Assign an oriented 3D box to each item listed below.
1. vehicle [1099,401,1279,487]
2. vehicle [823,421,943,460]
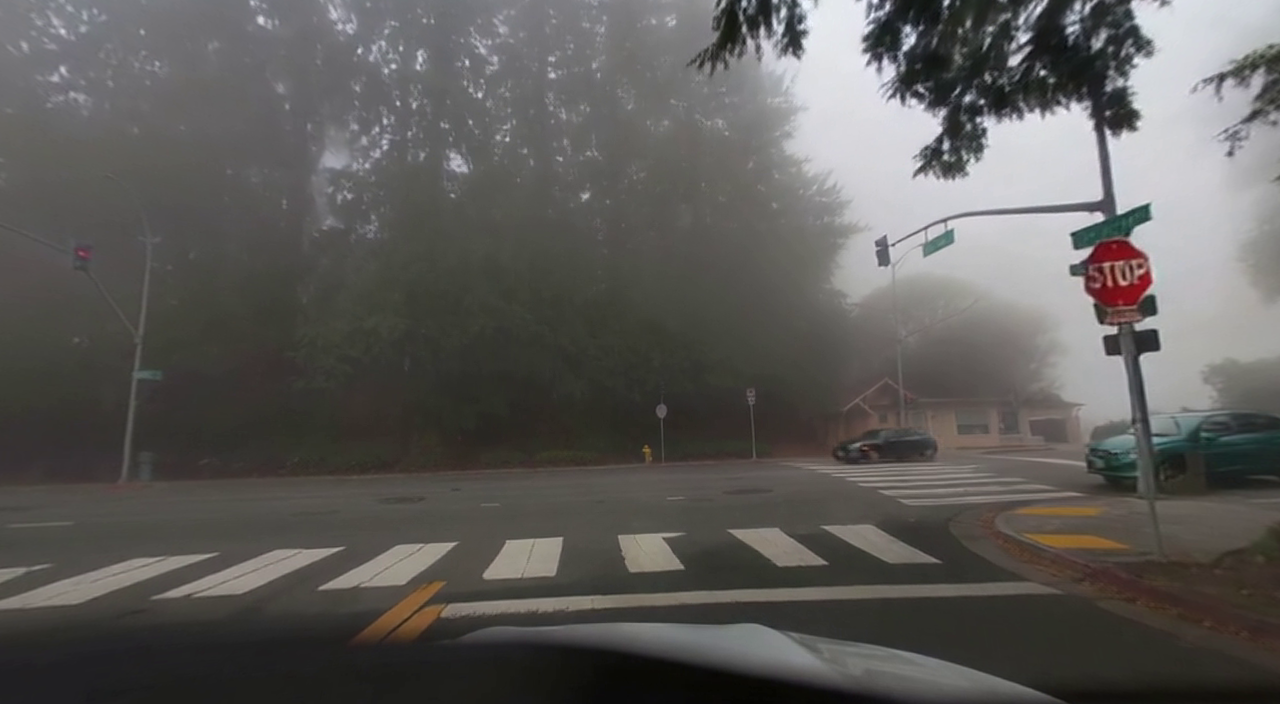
[{"bbox_3d":[12.801,1.993,13.749,4.208,1.685,2.014,1,-8,-8],"label":"vehicle"},{"bbox_3d":[9.968,3.653,26.022,4.296,1.499,1.814,2,-8,-13],"label":"vehicle"}]
